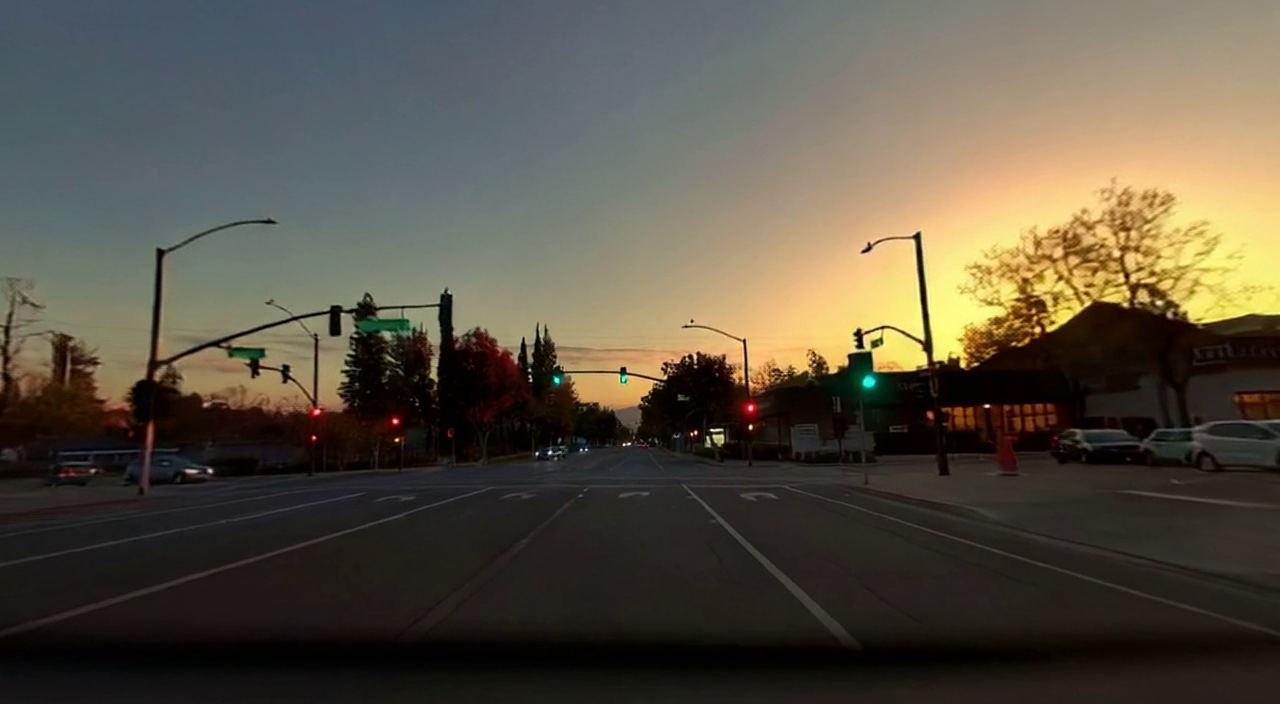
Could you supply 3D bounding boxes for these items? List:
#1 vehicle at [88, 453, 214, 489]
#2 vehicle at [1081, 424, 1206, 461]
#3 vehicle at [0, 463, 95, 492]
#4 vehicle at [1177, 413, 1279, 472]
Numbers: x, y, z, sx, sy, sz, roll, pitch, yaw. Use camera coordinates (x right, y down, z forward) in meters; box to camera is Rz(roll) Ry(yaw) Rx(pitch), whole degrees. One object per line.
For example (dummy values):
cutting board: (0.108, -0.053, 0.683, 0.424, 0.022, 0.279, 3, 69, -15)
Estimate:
vehicle: (-25.161, 6.118, 32.638, 4.727, 1.719, 2.095, -1, -9, 1)
vehicle: (22.621, 4.101, 28.496, 4.022, 1.579, 1.826, -1, -8, 1)
vehicle: (-34.457, 7.237, 36.340, 4.741, 1.416, 1.803, -4, -12, 5)
vehicle: (18.707, 2.644, 18.458, 1.879, 1.643, 4.484, 0, -8, -3)
